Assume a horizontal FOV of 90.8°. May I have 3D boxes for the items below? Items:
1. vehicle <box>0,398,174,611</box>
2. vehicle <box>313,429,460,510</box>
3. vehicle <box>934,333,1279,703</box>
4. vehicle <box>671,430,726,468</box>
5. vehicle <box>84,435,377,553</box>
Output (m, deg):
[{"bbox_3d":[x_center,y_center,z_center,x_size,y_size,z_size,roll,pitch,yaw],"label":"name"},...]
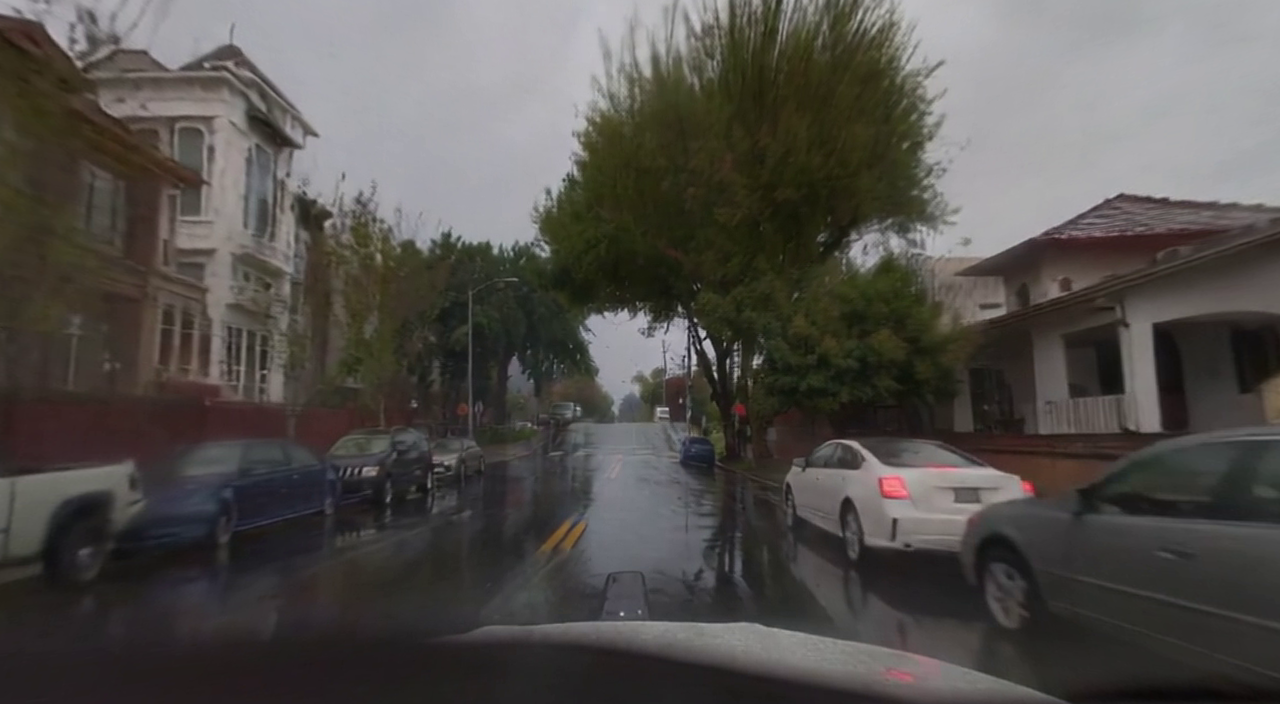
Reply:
[{"bbox_3d":[-6.192,1.214,4.890,1.830,1.750,4.502,1,-8,-2],"label":"vehicle"},{"bbox_3d":[-6.137,2.824,16.015,1.922,1.569,4.677,-1,-5,-1],"label":"vehicle"},{"bbox_3d":[3.428,0.863,2.828,1.952,1.738,4.518,0,-8,-1],"label":"vehicle"},{"bbox_3d":[2.628,4.488,29.429,1.966,1.620,4.187,0,-8,-3],"label":"vehicle"},{"bbox_3d":[-6.296,2.174,10.535,1.909,1.490,4.439,-1,-8,0],"label":"vehicle"}]
